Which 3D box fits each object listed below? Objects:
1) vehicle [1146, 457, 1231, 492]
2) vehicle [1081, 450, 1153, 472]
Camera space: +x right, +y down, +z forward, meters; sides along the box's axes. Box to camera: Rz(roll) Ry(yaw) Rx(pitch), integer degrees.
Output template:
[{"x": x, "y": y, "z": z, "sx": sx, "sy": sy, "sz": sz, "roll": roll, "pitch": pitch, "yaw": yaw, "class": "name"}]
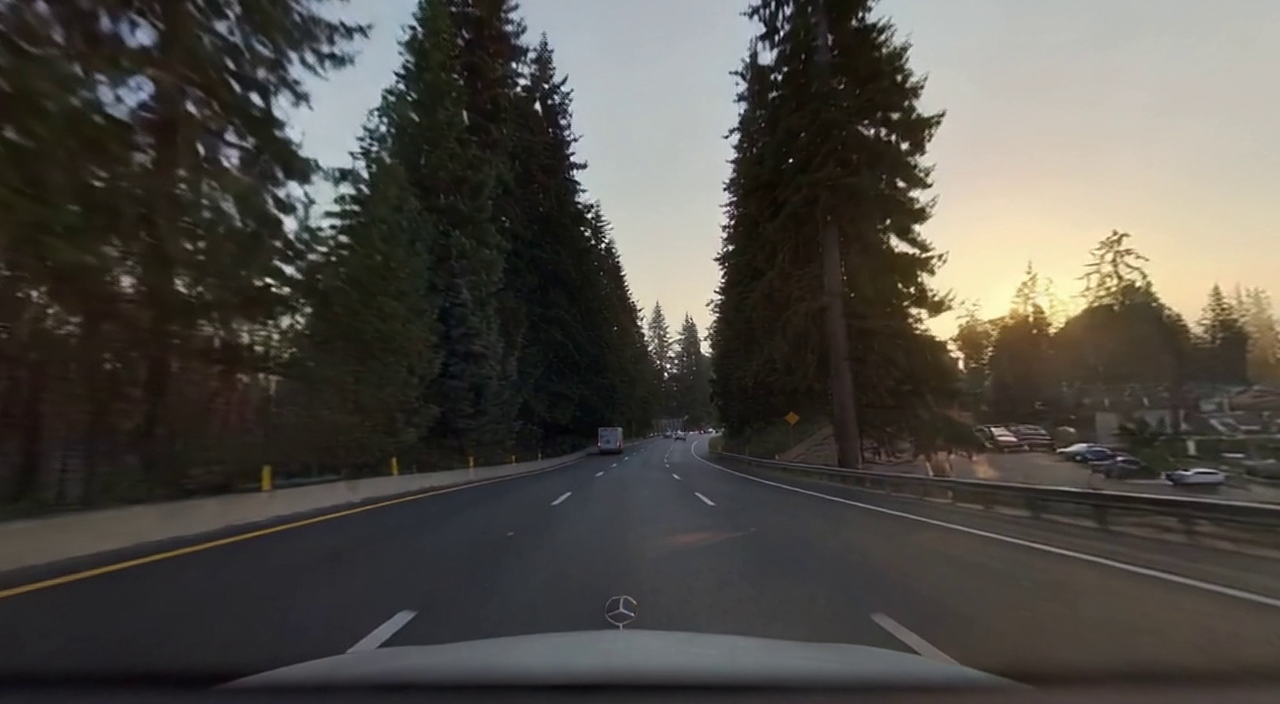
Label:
[{"x": 34.722, "y": 7.679, "z": 39.963, "sx": 5.275, "sy": 1.756, "sz": 2.198, "roll": 2, "pitch": -9, "yaw": -29, "class": "vehicle"}, {"x": 35.731, "y": 8.166, "z": 47.416, "sx": 3.911, "sy": 1.390, "sz": 1.702, "roll": -3, "pitch": -4, "yaw": 8, "class": "vehicle"}]
